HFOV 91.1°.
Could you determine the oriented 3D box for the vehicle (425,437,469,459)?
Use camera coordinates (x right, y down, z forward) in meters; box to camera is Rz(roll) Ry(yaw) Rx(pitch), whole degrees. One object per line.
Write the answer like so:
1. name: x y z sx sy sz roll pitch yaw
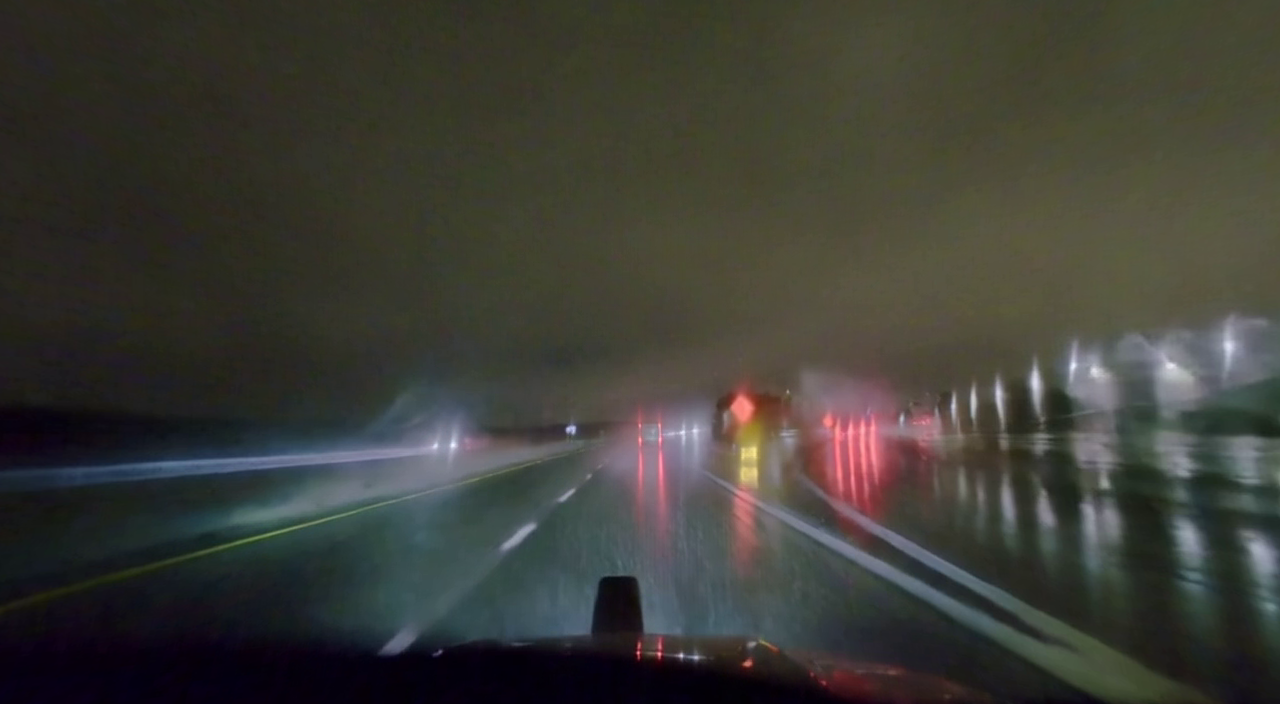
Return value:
1. vehicle: -13.746 6.828 44.979 1.828 1.495 4.024 0 -8 1
